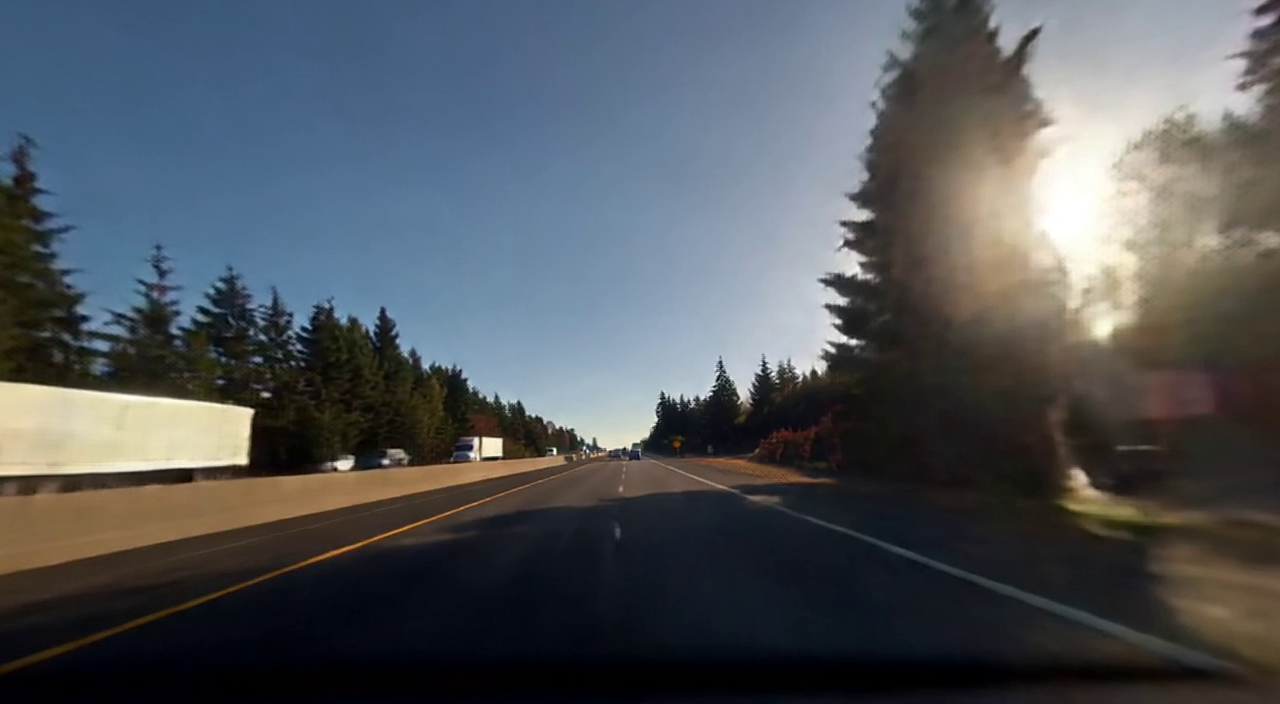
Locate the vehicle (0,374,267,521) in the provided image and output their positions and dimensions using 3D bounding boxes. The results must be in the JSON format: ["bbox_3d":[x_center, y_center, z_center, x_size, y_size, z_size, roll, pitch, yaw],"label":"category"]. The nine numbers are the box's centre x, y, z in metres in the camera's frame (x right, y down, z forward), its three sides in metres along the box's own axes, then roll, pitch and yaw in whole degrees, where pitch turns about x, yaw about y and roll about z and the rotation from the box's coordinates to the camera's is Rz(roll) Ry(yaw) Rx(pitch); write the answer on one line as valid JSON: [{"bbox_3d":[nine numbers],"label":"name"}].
[{"bbox_3d":[-20.757,3.654,24.104,2.936,4.356,16.937,0,-9,-1],"label":"vehicle"}]

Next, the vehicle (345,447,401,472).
[{"bbox_3d":[-16.621,6.696,39.483,1.809,1.431,4.150,0,-9,-2],"label":"vehicle"}]
